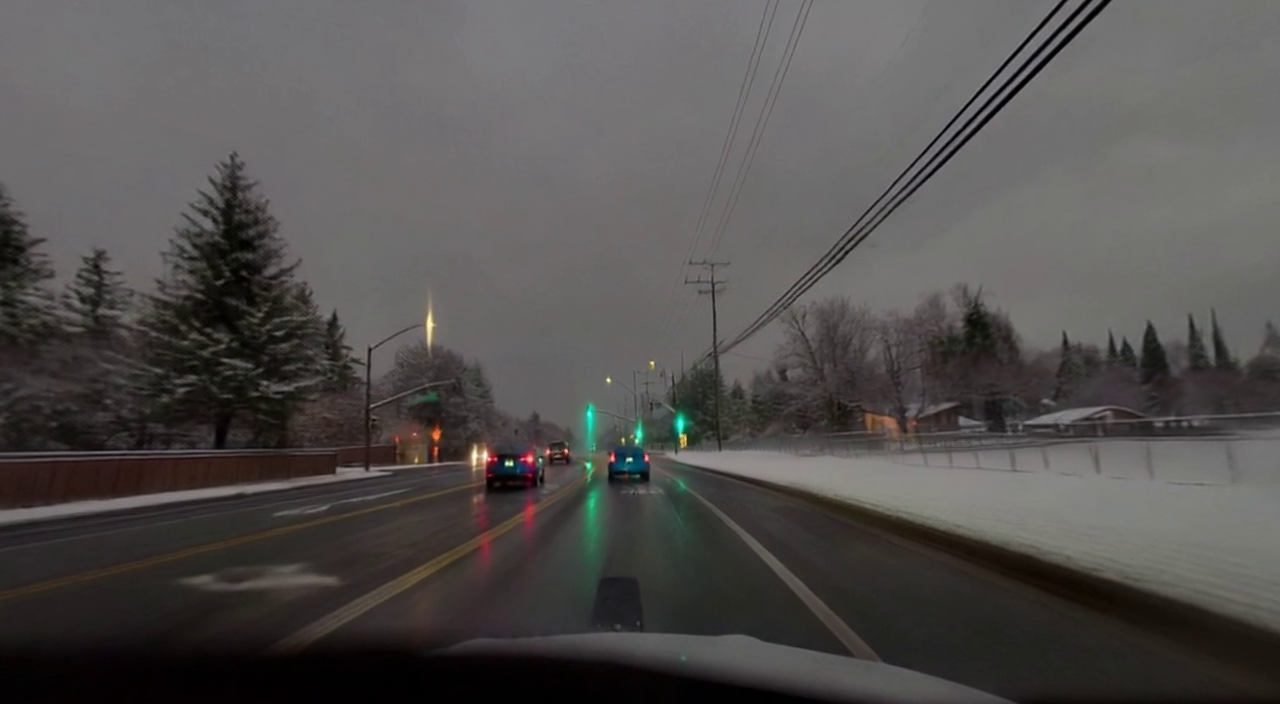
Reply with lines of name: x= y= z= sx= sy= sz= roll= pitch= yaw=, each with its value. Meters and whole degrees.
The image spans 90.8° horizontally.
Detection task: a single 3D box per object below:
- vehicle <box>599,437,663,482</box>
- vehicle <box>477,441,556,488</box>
vehicle: x=-0.405 y=3.971 z=23.556 sx=2.168 sy=1.504 sz=4.284 roll=1 pitch=-9 yaw=-2
vehicle: x=-4.116 y=3.814 z=21.746 sx=1.913 sy=1.425 sz=4.235 roll=0 pitch=-9 yaw=0
